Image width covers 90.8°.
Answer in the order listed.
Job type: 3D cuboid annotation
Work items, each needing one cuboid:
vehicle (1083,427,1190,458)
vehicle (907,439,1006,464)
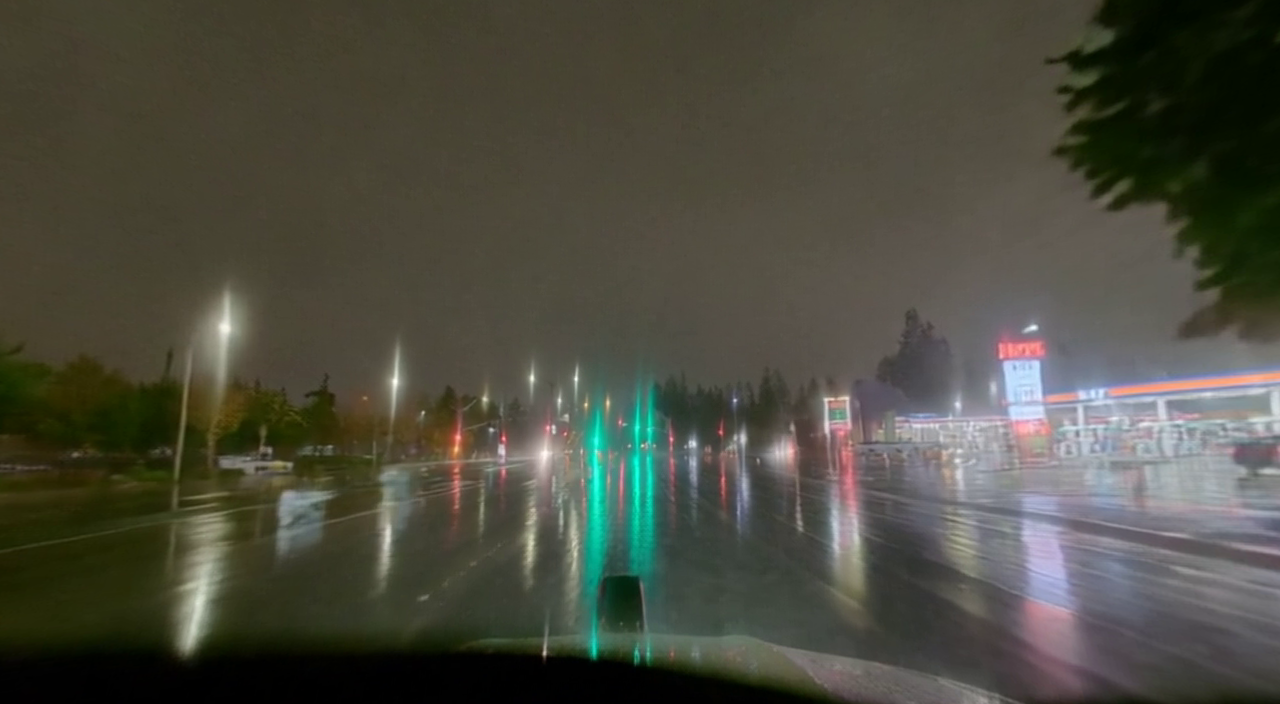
[{"bbox_3d":[30.305,5.558,38.735,4.628,1.817,1.996,-2,-8,10],"label":"vehicle"},{"bbox_3d":[18.292,5.766,36.677,4.674,1.399,1.987,0,-8,0],"label":"vehicle"}]
